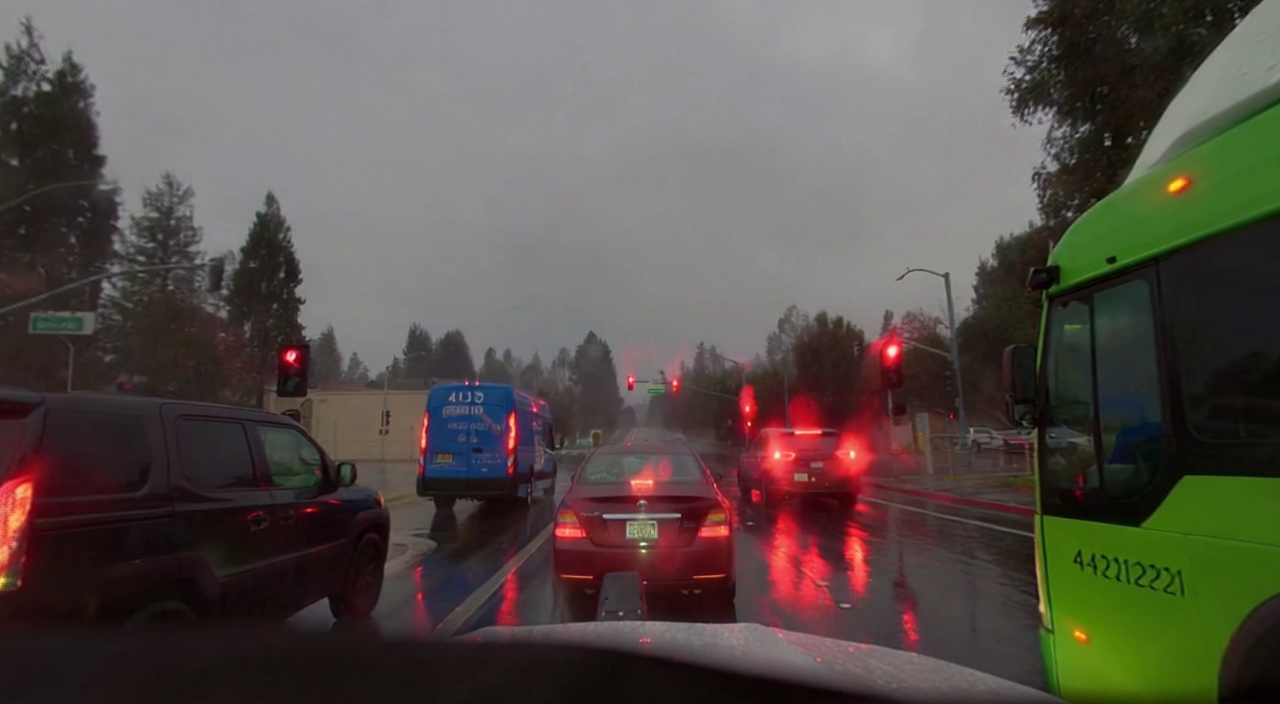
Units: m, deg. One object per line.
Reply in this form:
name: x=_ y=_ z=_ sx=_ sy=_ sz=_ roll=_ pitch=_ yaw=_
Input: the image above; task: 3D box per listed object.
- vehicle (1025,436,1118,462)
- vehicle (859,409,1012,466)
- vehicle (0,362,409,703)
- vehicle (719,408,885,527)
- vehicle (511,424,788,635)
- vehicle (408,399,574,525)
vehicle: x=25.900 y=5.825 z=37.991 sx=4.229 sy=1.489 sz=1.794 roll=0 pitch=-8 yaw=-1
vehicle: x=17.586 y=5.141 z=37.922 sx=7.839 sy=3.213 sz=2.628 roll=0 pitch=-8 yaw=-3
vehicle: x=-3.408 y=1.180 z=4.627 sx=1.921 sy=1.701 sz=3.989 roll=0 pitch=-8 yaw=-1
vehicle: x=3.142 y=2.401 z=13.675 sx=2.143 sy=2.036 sz=5.367 roll=0 pitch=-8 yaw=0
vehicle: x=0.057 y=1.545 z=6.412 sx=1.976 sy=1.485 sz=3.624 roll=0 pitch=-8 yaw=0
vehicle: x=-2.942 y=2.352 z=13.961 sx=2.335 sy=2.221 sz=5.165 roll=0 pitch=-8 yaw=1
